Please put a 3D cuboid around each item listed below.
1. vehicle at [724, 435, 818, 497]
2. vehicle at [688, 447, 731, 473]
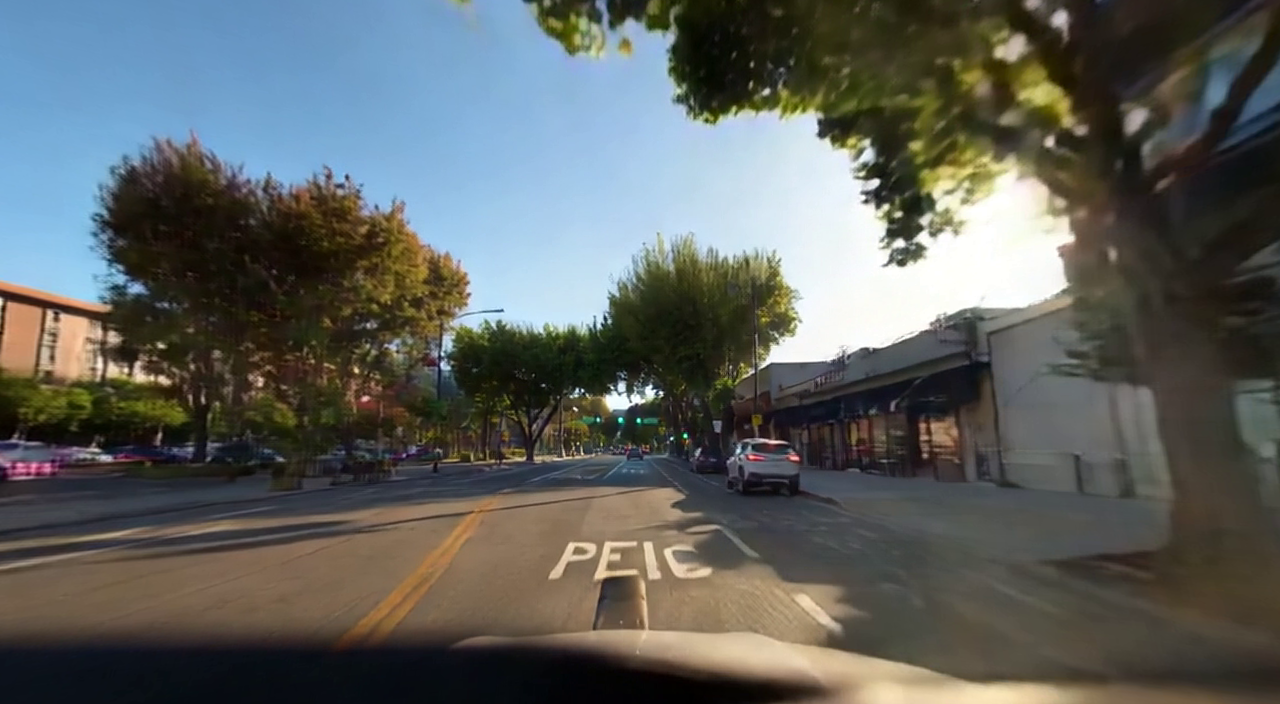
[{"bbox_3d":[4.037,3.604,20.308,1.957,1.753,4.413,0,-9,-2],"label":"vehicle"},{"bbox_3d":[4.105,6.434,37.866,1.856,1.462,4.501,1,-9,-3],"label":"vehicle"}]
